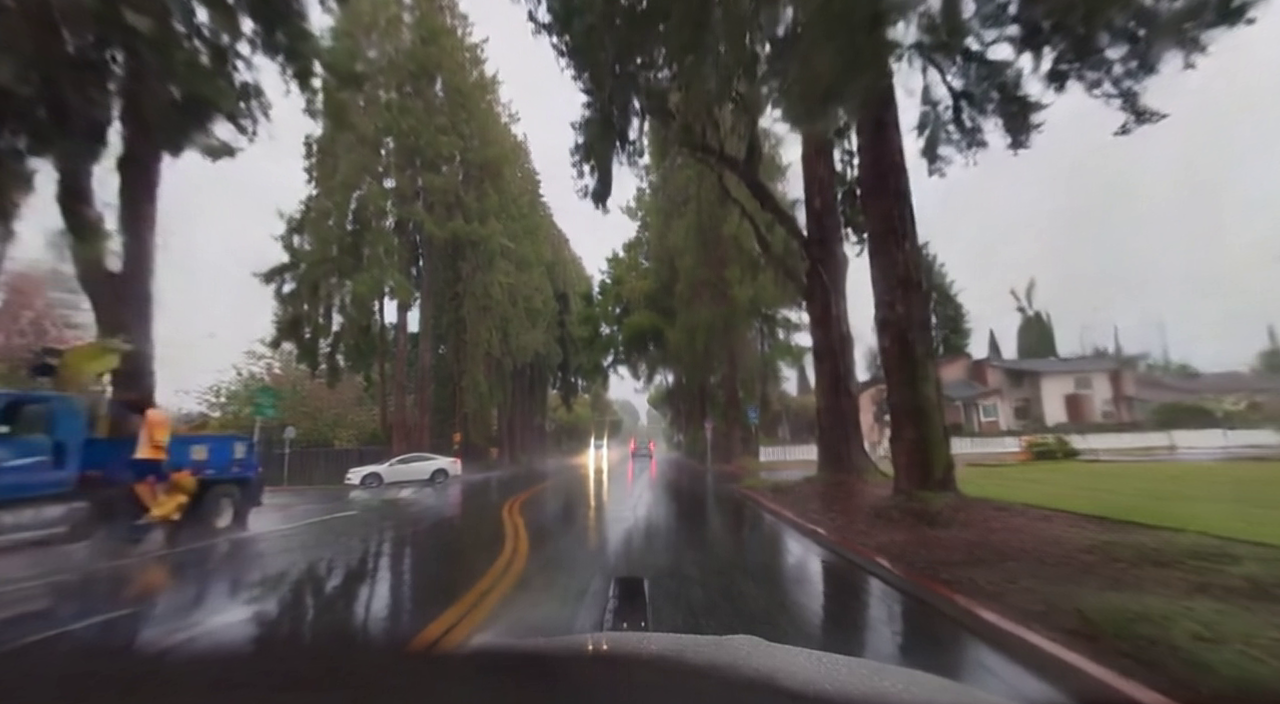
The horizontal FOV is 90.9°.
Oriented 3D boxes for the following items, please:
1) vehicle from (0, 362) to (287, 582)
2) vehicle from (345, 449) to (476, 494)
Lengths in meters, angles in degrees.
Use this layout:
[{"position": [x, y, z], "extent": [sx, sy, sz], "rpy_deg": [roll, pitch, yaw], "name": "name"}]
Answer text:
[{"position": [-9.373, 1.941, 10.279], "extent": [2.816, 2.723, 7.506], "rpy_deg": [-4, -9, 1], "name": "vehicle"}, {"position": [-9.392, 4.919, 26.060], "extent": [4.594, 1.696, 1.971], "rpy_deg": [1, -9, -1], "name": "vehicle"}]
